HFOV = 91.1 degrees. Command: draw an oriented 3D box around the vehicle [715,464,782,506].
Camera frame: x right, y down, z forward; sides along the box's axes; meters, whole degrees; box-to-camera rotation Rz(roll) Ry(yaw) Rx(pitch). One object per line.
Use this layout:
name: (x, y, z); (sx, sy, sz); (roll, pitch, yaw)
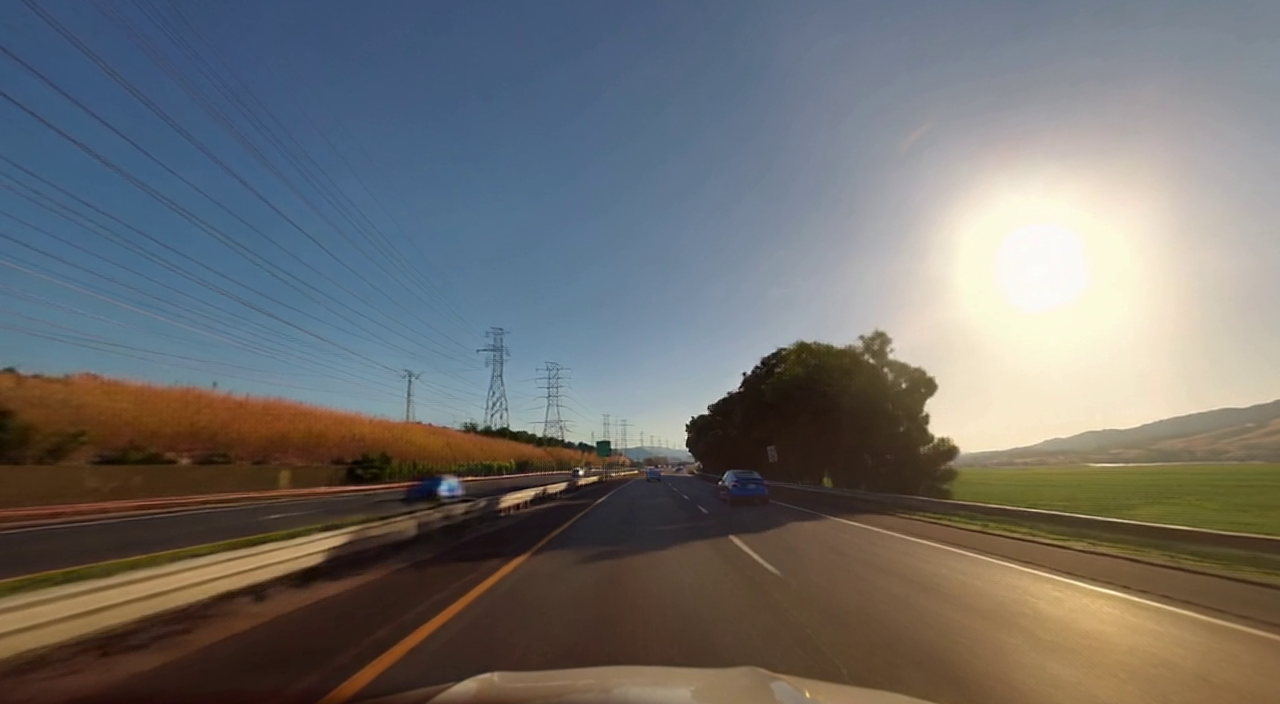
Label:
vehicle: (4.311, 5.366, 25.680); (1.985, 1.521, 3.904); (1, -10, -1)

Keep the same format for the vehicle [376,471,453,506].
vehicle: (-10.218, 6.210, 28.817); (1.889, 1.401, 4.199); (1, -10, 1)
